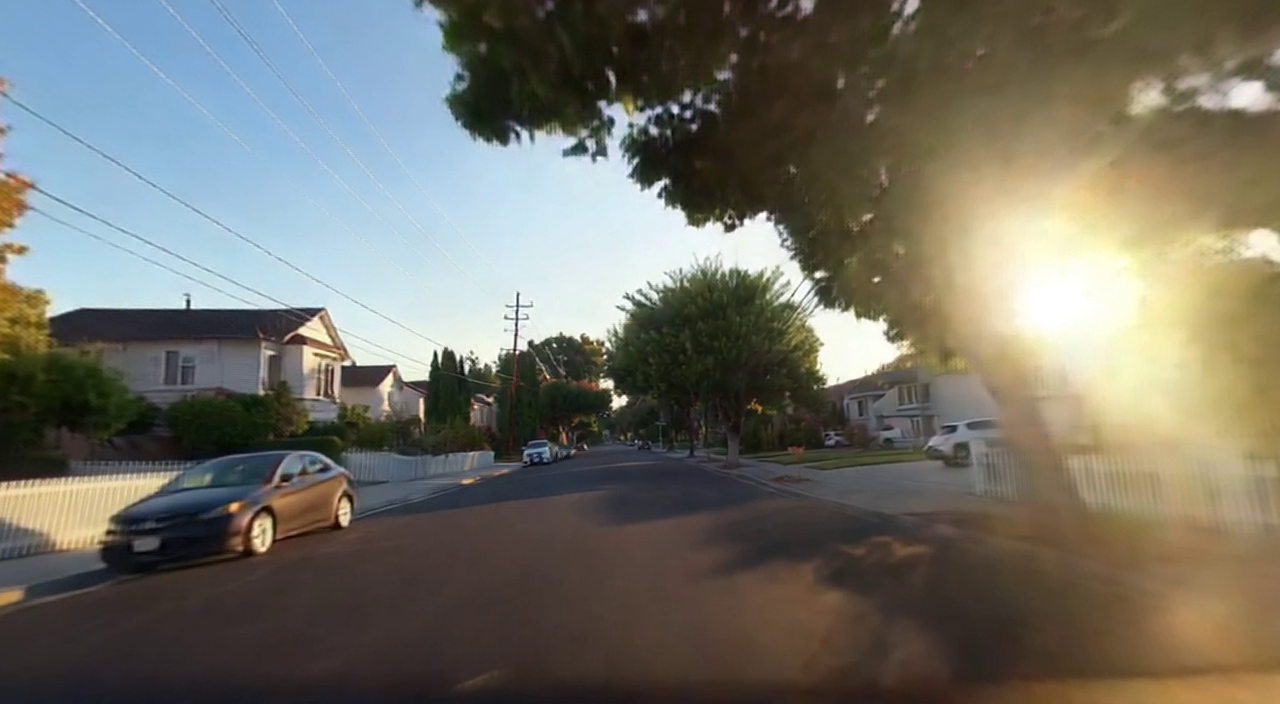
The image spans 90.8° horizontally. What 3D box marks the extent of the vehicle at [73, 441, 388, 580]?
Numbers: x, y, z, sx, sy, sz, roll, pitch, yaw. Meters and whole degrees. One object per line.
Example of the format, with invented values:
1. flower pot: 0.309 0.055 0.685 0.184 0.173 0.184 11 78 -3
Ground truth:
1. vehicle: -6.168 2.353 10.528 1.954 1.551 5.128 -3 -7 -1

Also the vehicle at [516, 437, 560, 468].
1. vehicle: -6.987 6.950 43.790 2.240 1.940 5.429 -2 -9 -2

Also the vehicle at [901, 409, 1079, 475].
1. vehicle: 10.845 2.896 19.896 4.293 1.657 1.961 -5 -12 7
